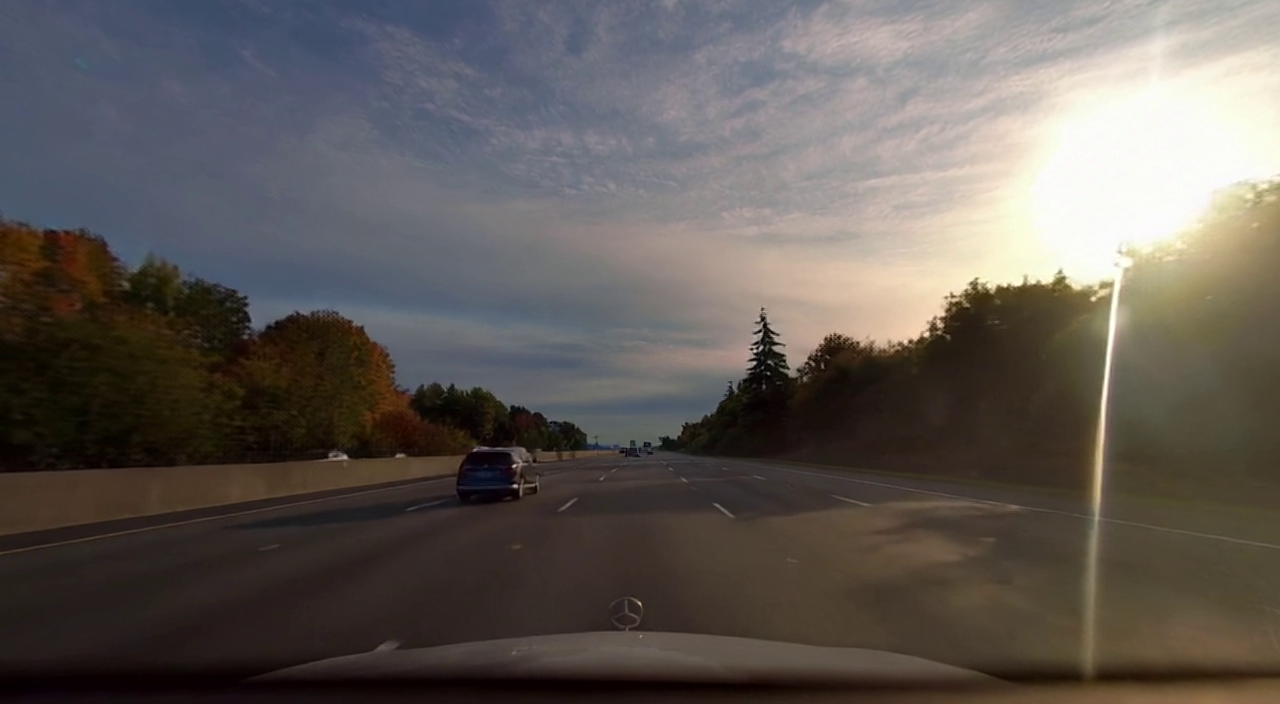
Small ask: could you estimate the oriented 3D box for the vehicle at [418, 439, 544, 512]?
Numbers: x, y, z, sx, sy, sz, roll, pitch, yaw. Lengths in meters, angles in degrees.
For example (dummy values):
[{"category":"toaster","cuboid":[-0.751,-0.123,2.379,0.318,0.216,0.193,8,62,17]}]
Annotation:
[{"category":"vehicle","cuboid":[-3.688,2.950,15.513,1.979,1.521,4.147,0,-9,1]}]
